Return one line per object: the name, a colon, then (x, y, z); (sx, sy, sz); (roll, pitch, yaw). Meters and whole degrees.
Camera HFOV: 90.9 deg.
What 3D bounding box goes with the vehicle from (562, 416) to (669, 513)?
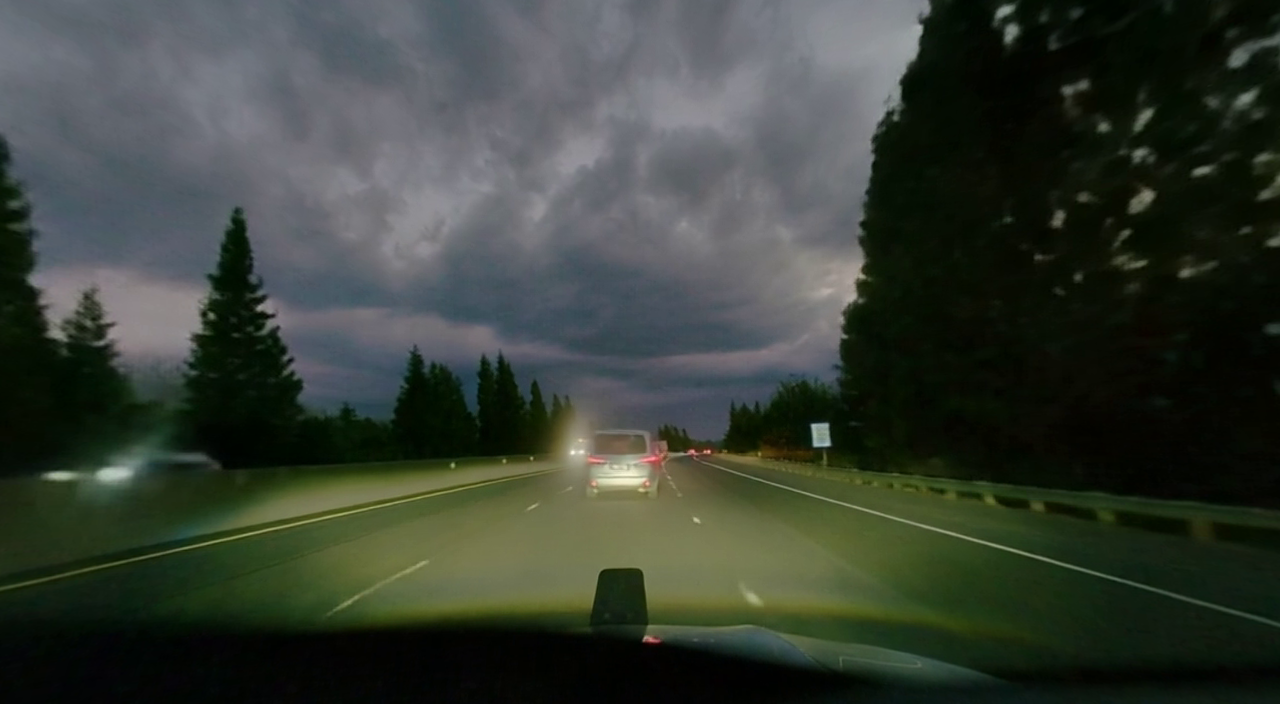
vehicle: (-0.414, 2.781, 15.896); (2.219, 2.033, 4.911); (-1, -9, 3)
